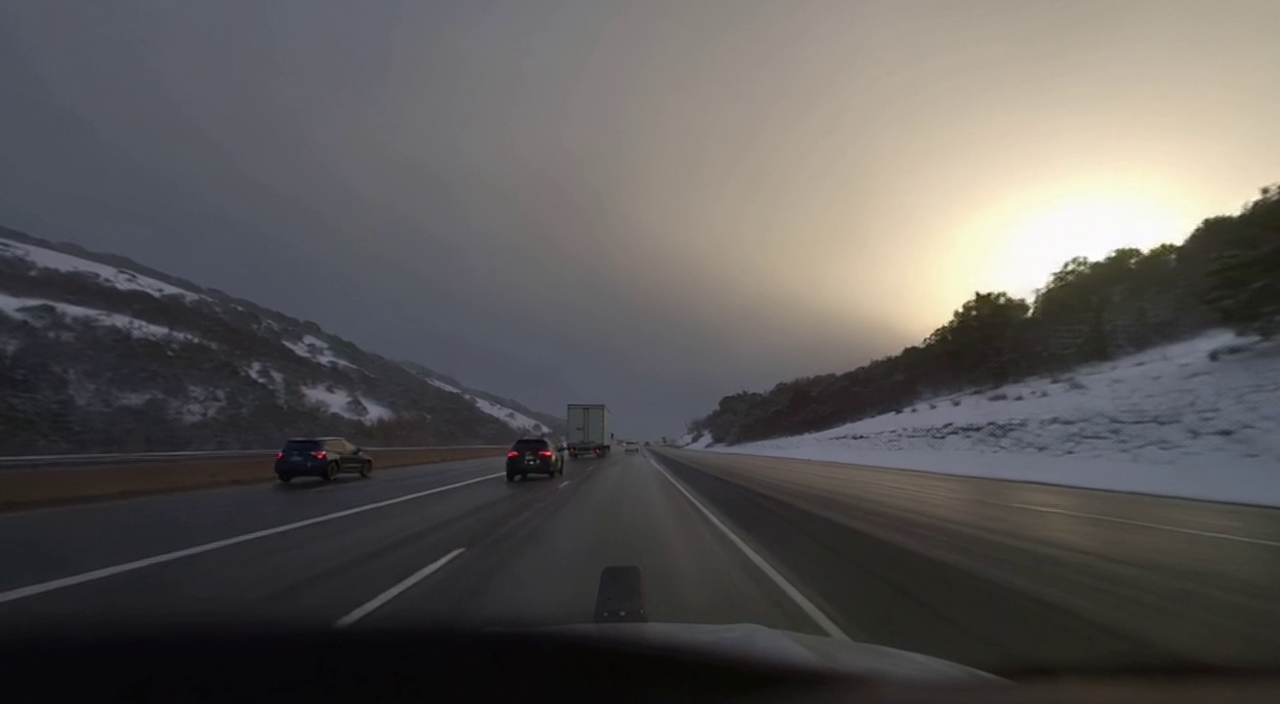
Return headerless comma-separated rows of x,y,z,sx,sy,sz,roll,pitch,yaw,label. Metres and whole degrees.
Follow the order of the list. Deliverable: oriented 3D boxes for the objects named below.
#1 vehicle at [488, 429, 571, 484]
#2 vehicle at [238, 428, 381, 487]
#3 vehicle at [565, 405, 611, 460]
-3.727,3.620,22.109,2.099,1.734,4.413,0,-8,0,vehicle
-11.465,3.682,22.381,2.130,1.828,5.523,0,-8,0,vehicle
-3.926,6.440,49.808,2.981,3.860,11.022,0,-8,-2,vehicle
